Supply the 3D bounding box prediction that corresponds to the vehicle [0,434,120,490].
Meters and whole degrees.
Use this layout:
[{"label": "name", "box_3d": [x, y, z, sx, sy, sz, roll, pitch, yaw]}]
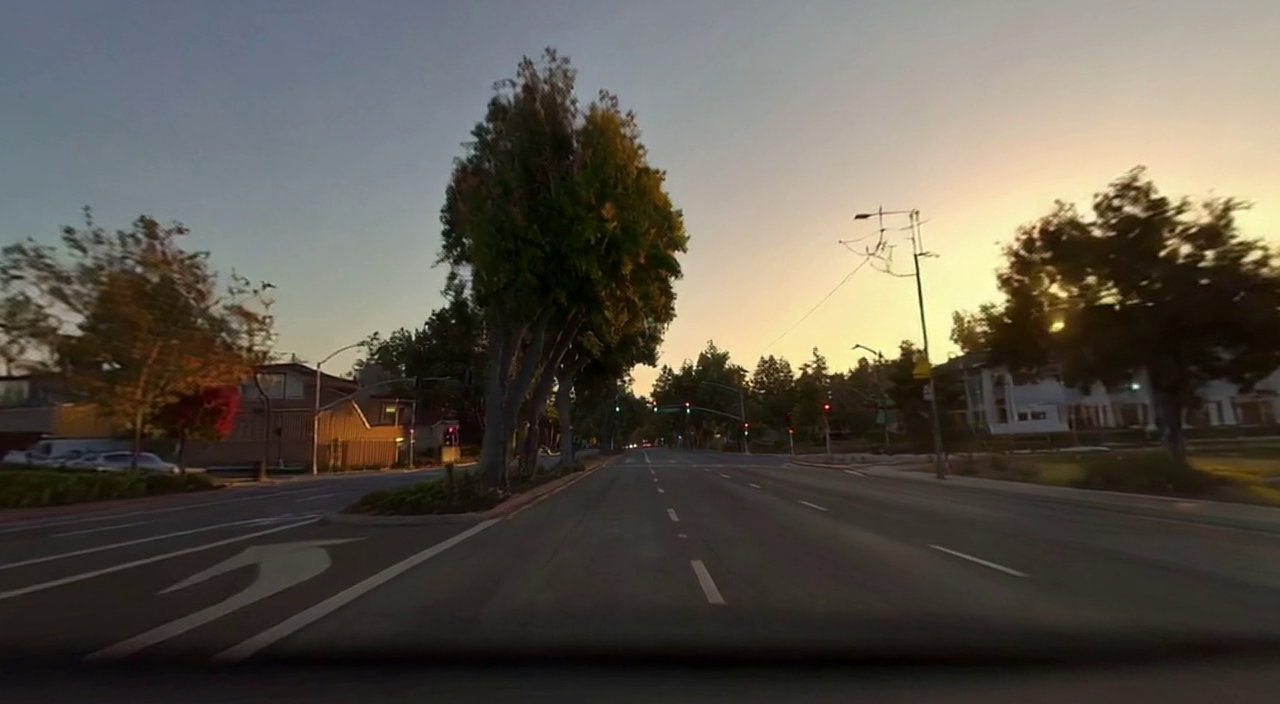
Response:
[{"label": "vehicle", "box_3d": [-42.666, 7.724, 44.912, 2.967, 3.537, 10.275, 0, -9, -2]}]
